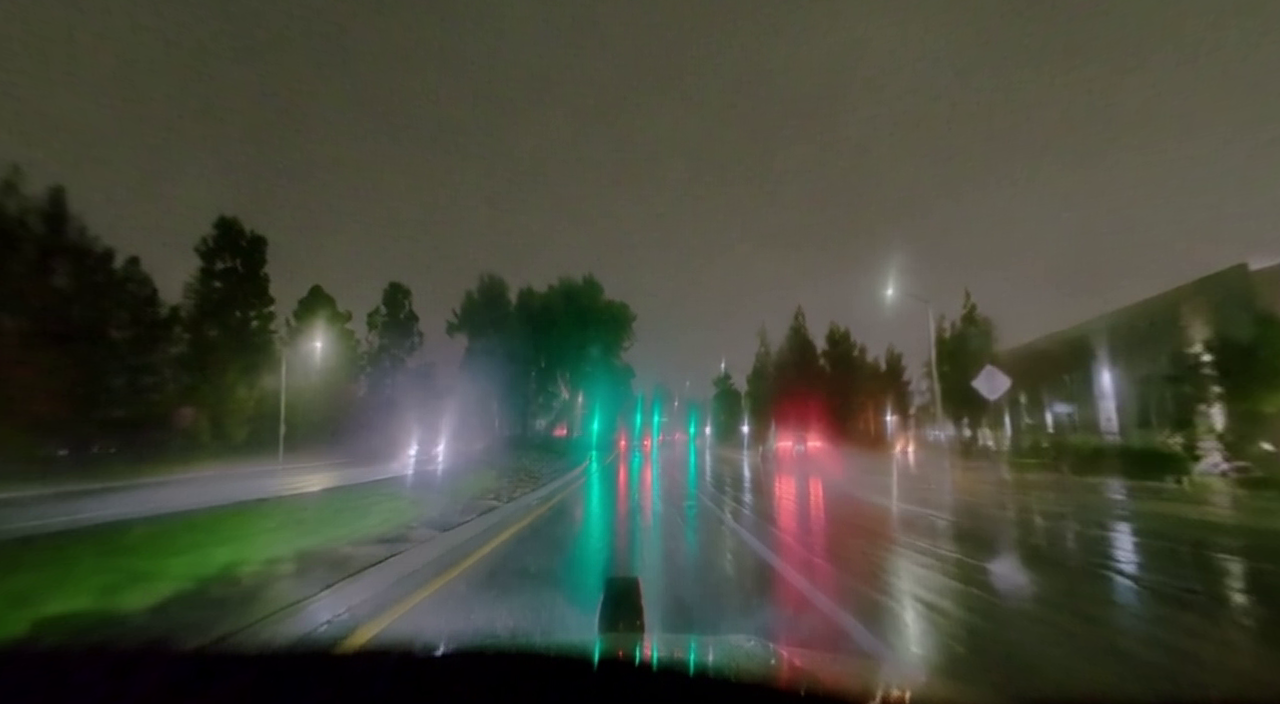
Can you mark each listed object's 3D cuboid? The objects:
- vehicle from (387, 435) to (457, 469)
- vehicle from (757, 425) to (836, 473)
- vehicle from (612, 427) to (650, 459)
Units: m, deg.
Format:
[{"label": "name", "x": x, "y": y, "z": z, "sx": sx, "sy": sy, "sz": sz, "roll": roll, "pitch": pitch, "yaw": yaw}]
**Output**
[{"label": "vehicle", "x": -10.915, "y": 5.043, "z": 32.014, "sx": 2.002, "sy": 1.620, "sz": 4.471, "roll": 0, "pitch": -8, "yaw": -1}, {"label": "vehicle", "x": 6.393, "y": 4.016, "z": 26.376, "sx": 2.026, "sy": 1.804, "sz": 4.565, "roll": 0, "pitch": -8, "yaw": -1}, {"label": "vehicle", "x": -0.552, "y": 5.482, "z": 38.157, "sx": 2.193, "sy": 1.794, "sz": 4.457, "roll": 0, "pitch": -8, "yaw": -1}]
